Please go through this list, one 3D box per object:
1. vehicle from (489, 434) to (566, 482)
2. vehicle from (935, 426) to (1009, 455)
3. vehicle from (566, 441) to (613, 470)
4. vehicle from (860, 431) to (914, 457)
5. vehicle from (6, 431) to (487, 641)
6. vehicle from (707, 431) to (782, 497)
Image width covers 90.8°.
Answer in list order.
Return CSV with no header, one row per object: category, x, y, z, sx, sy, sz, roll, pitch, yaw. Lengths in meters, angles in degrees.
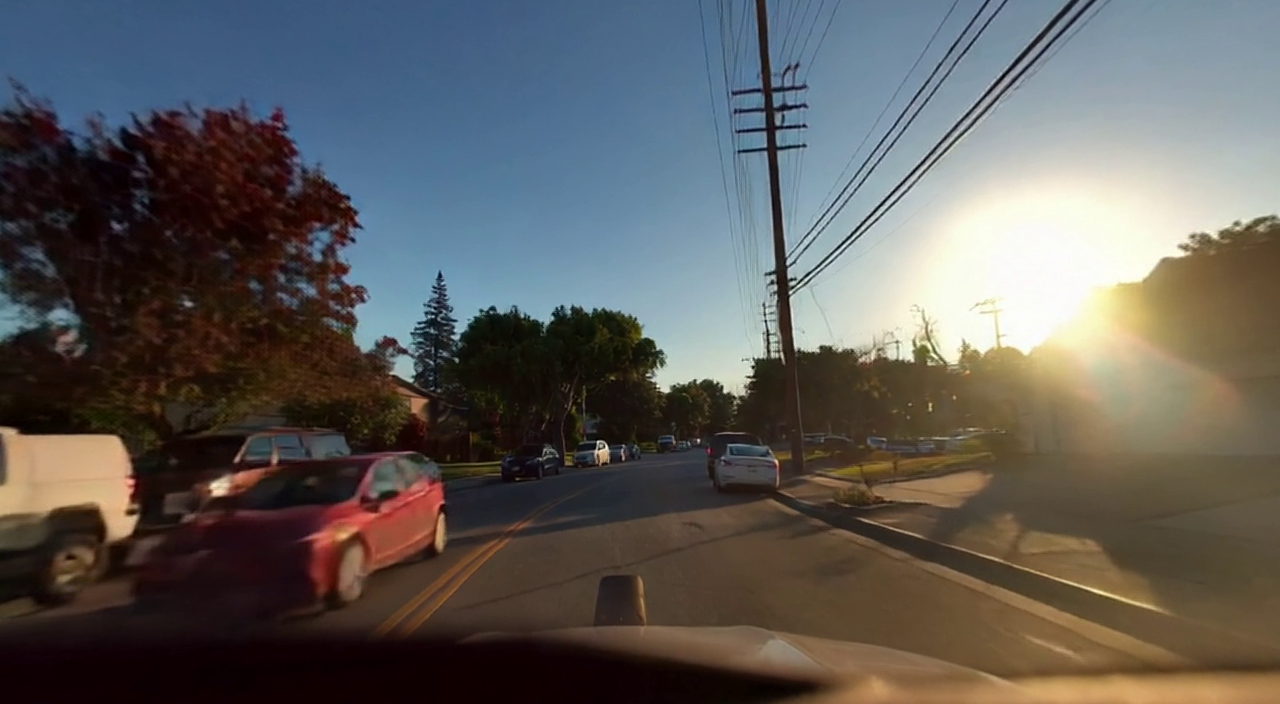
vehicle,-5.481,5.316,31.623,2.353,2.037,5.358,-5,-11,6
vehicle,22.220,6.000,42.491,2.253,1.805,4.842,1,-9,-1
vehicle,-3.421,7.182,44.012,2.192,1.873,4.985,-1,-9,9
vehicle,17.013,6.353,43.697,2.079,1.675,3.855,0,-9,-1
vehicle,-3.644,1.779,7.236,2.448,1.475,4.568,-4,-9,3
vehicle,3.175,3.497,20.147,2.032,1.810,5.047,-1,-9,6
